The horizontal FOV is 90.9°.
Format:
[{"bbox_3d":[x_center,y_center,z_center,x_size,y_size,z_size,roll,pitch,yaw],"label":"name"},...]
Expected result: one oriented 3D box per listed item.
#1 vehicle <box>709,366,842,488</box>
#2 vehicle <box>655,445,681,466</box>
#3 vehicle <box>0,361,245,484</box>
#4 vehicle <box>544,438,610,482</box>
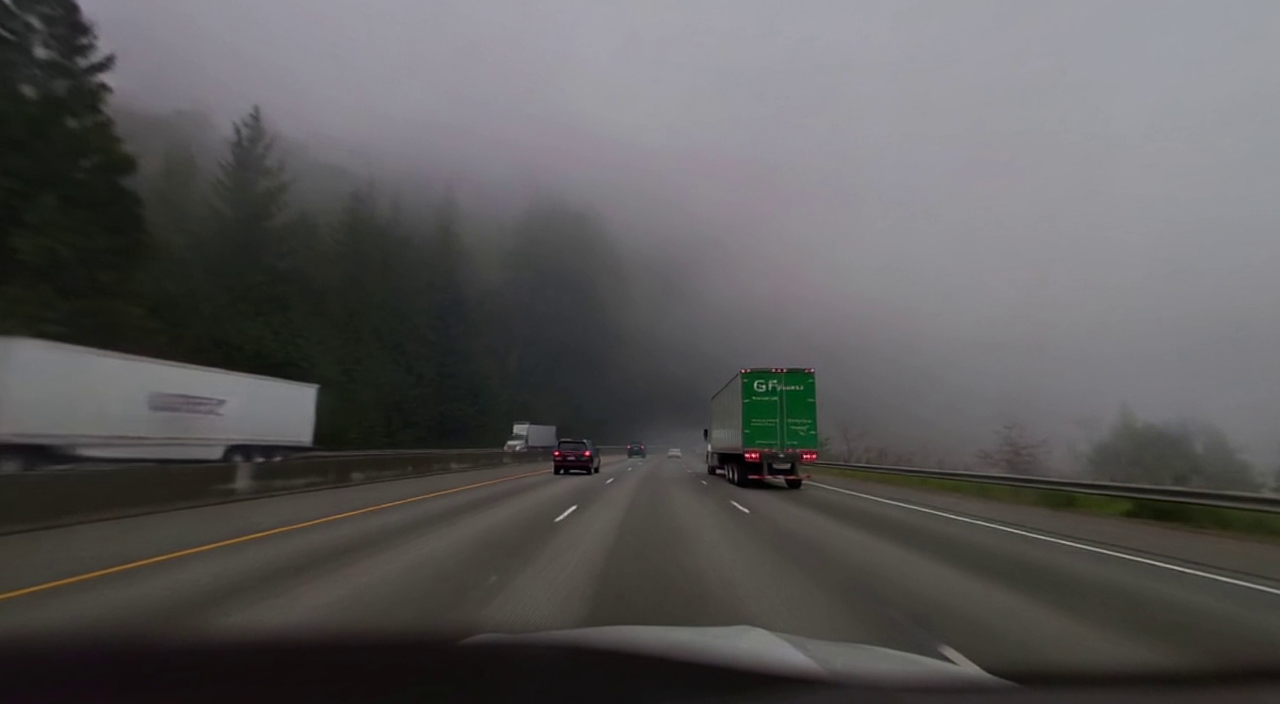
[{"bbox_3d":[5.189,3.505,27.652,3.057,3.993,13.914,0,-9,1],"label":"vehicle"},{"bbox_3d":[2.196,8.044,49.090,1.990,1.537,3.725,-1,-9,3],"label":"vehicle"},{"bbox_3d":[-20.402,2.698,22.526,3.238,3.588,13.782,0,-9,2],"label":"vehicle"},{"bbox_3d":[-2.590,4.605,27.034,2.205,1.728,4.397,0,-9,2],"label":"vehicle"}]
